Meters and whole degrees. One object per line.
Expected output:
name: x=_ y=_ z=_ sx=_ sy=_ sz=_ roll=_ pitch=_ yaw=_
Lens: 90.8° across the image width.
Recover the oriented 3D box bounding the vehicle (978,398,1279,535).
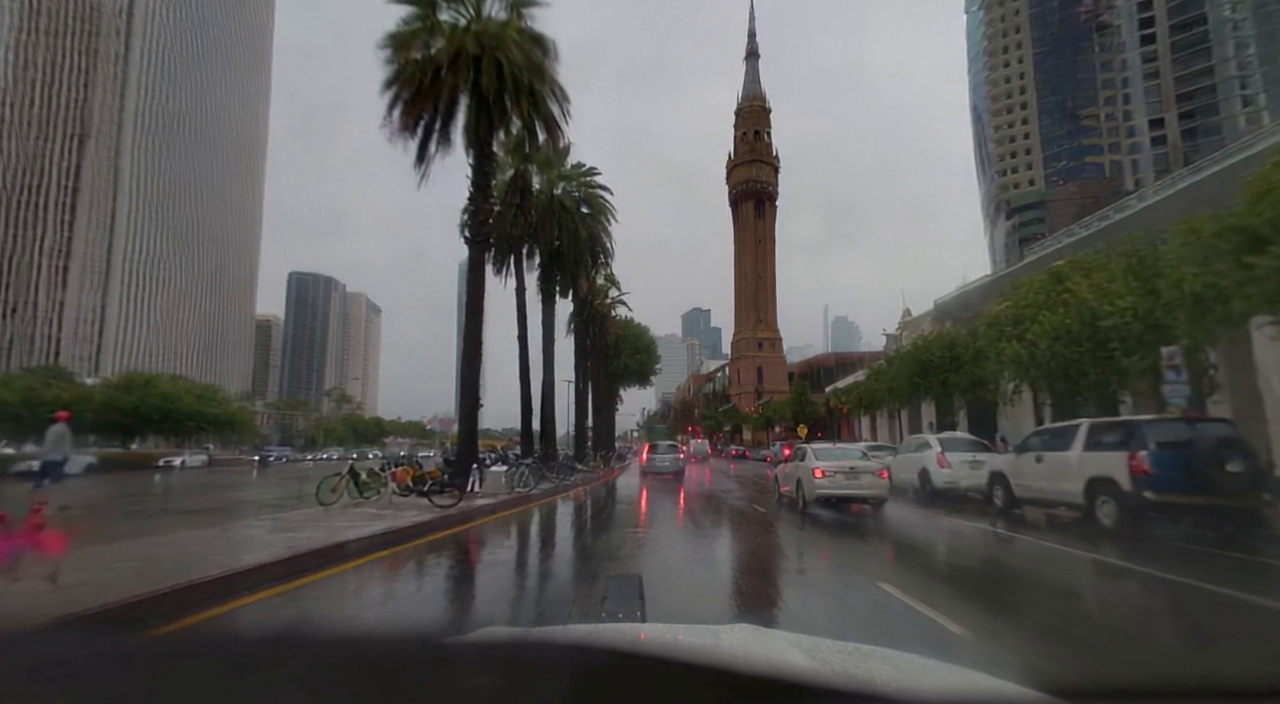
vehicle: x=9.246 y=2.224 z=12.727 sx=2.093 sy=2.154 sz=5.193 roll=0 pitch=-9 yaw=2

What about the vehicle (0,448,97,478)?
vehicle: x=-39.365 y=7.379 z=42.248 sx=2.034 sy=1.862 sz=5.122 roll=1 pitch=-9 yaw=-9

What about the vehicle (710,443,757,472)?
vehicle: x=5.462 y=6.246 z=37.493 sx=1.981 sy=1.572 sz=4.718 roll=0 pitch=-9 yaw=-1

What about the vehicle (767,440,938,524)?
vehicle: x=4.325 y=2.726 z=13.850 sx=2.116 sy=1.500 sz=4.702 roll=0 pitch=-9 yaw=0

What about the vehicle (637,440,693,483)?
vehicle: x=0.987 y=4.384 z=25.545 sx=2.111 sy=1.605 sz=3.832 roll=0 pitch=-9 yaw=2
